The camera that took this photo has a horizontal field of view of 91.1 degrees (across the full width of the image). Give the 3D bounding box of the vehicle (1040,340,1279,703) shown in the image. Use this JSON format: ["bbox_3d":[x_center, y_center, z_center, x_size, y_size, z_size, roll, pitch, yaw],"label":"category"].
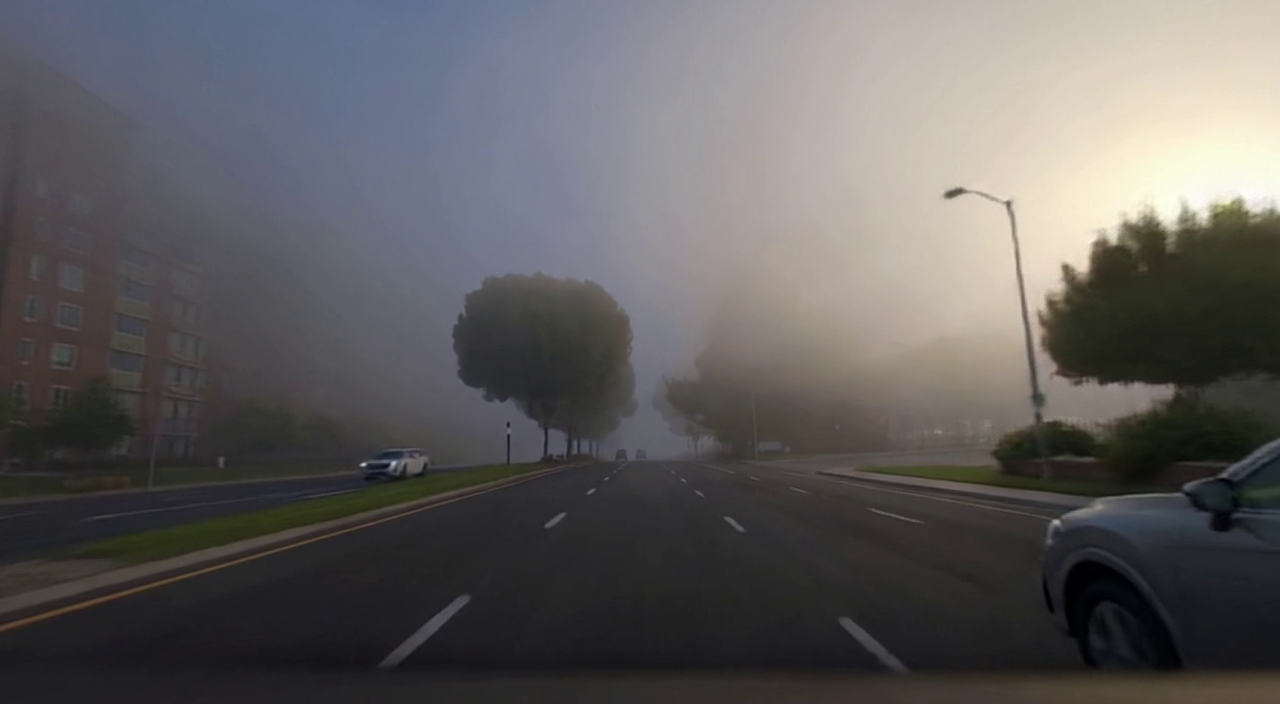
[{"bbox_3d":[3.267,0.659,1.167,2.090,1.685,4.436,0,-9,0],"label":"vehicle"}]

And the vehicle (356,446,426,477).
[{"bbox_3d":[-16.845,7.395,42.906,2.193,1.936,5.819,0,-9,2],"label":"vehicle"}]
